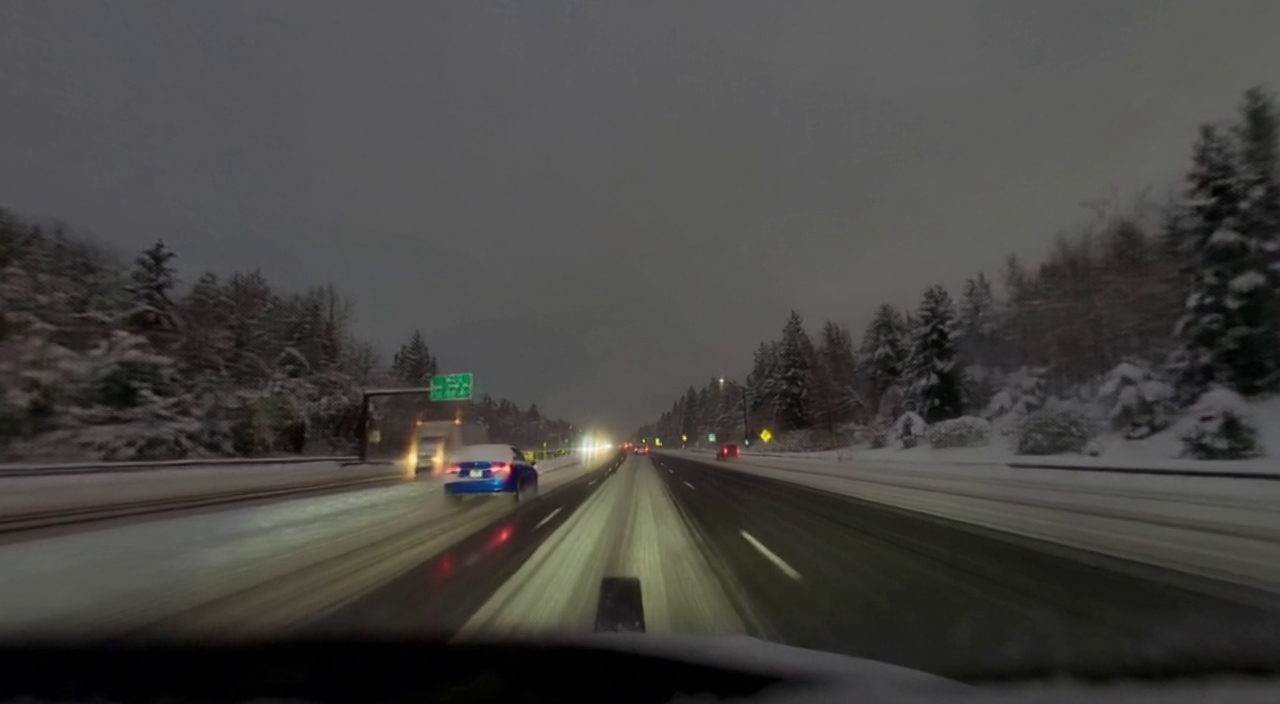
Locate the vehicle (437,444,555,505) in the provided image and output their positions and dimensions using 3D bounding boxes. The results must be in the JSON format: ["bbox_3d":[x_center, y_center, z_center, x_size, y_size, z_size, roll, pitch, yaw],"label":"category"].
[{"bbox_3d":[-3.865,3.371,17.810,2.162,1.493,4.583,0,-9,1],"label":"vehicle"}]
